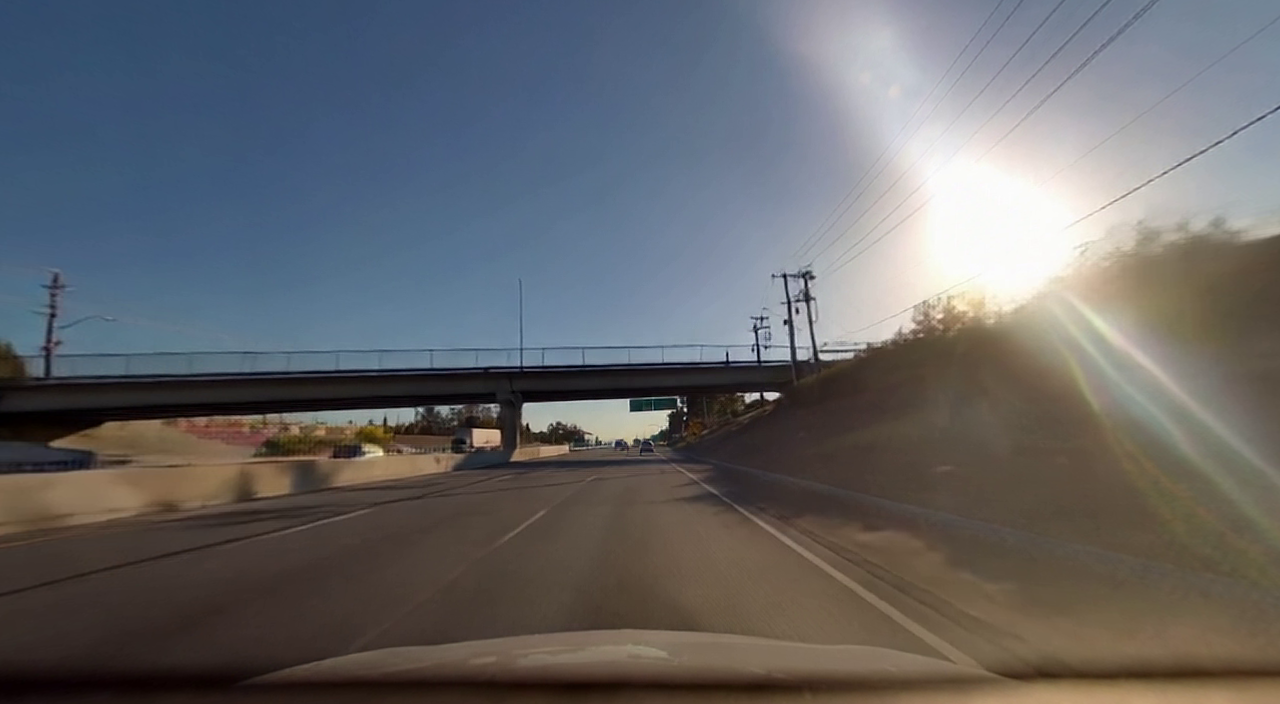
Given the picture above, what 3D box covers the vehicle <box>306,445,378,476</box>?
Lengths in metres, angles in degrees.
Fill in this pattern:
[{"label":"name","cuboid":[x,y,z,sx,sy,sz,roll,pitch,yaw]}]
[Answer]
[{"label":"vehicle","cuboid":[-16.262,5.921,34.632,1.909,1.562,4.163,-1,-9,0]}]
